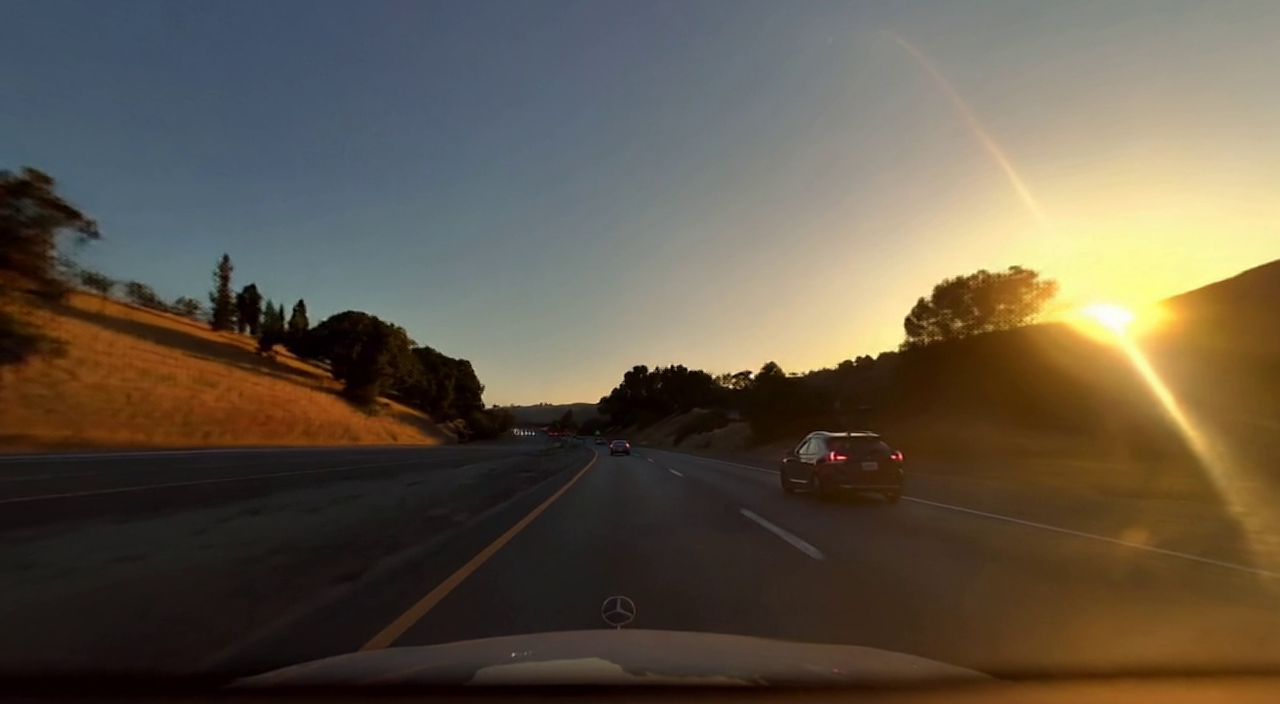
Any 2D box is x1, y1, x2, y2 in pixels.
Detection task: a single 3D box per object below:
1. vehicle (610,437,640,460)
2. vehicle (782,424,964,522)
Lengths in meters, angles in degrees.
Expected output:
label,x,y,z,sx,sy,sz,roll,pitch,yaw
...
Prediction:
label,x,y,z,sx,sy,sz,roll,pitch,yaw
vehicle,-1.092,6.719,43.731,1.998,1.512,3.735,0,-8,-3
vehicle,4.047,2.144,11.663,1.852,1.513,3.652,0,-8,-2
